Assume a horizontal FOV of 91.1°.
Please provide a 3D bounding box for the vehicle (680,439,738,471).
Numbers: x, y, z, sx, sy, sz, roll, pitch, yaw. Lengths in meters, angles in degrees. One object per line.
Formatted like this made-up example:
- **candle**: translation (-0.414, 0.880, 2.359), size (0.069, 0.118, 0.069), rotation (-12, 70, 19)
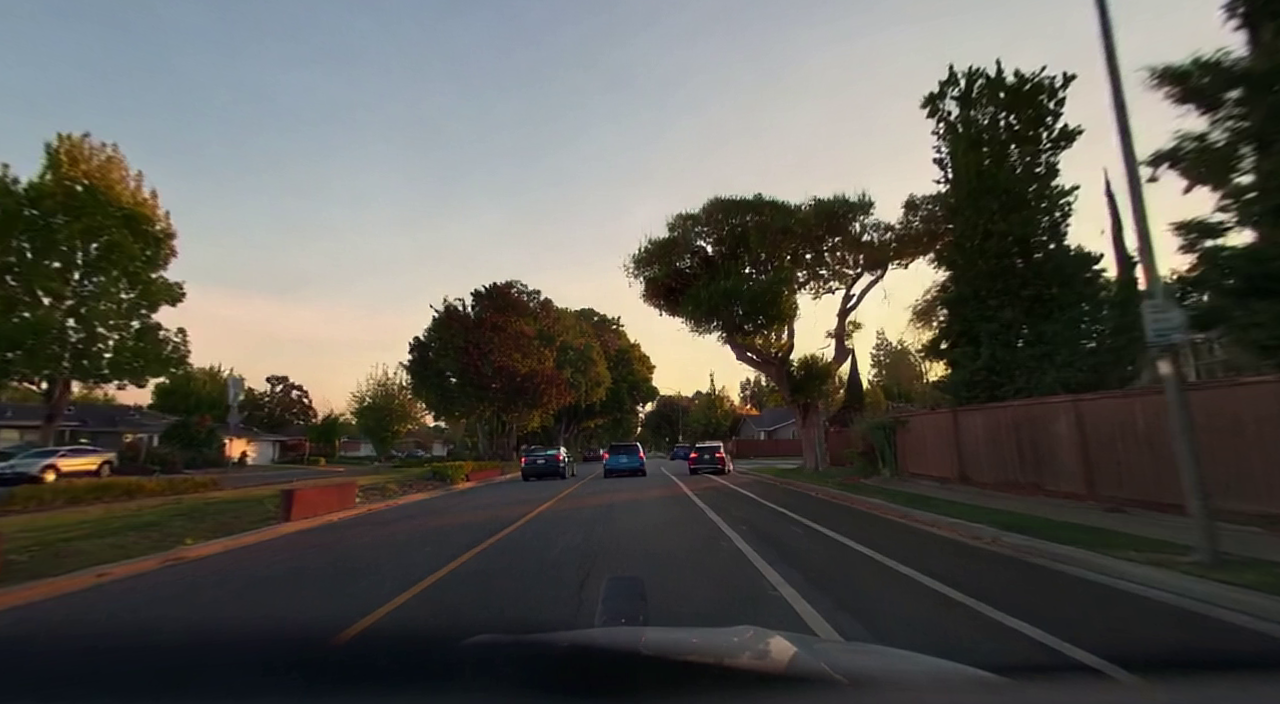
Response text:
- **vehicle**: translation (4.047, 5.905, 36.115), size (2.192, 1.677, 4.820), rotation (-3, -9, 19)

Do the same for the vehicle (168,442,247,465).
- **vehicle**: translation (-33.397, 7.841, 48.519), size (4.600, 1.698, 1.993), rotation (0, -8, 3)

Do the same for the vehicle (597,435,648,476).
- **vehicle**: translation (-0.765, 4.776, 29.221), size (2.220, 1.742, 4.047), rotation (0, -8, 0)

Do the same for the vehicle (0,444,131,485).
- **vehicle**: translation (-23.924, 4.620, 26.149), size (1.928, 1.557, 4.181), rotation (0, -9, -1)

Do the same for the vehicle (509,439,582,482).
- **vehicle**: translation (-3.448, 4.067, 23.835), size (2.032, 1.433, 4.458), rotation (0, -8, 1)
